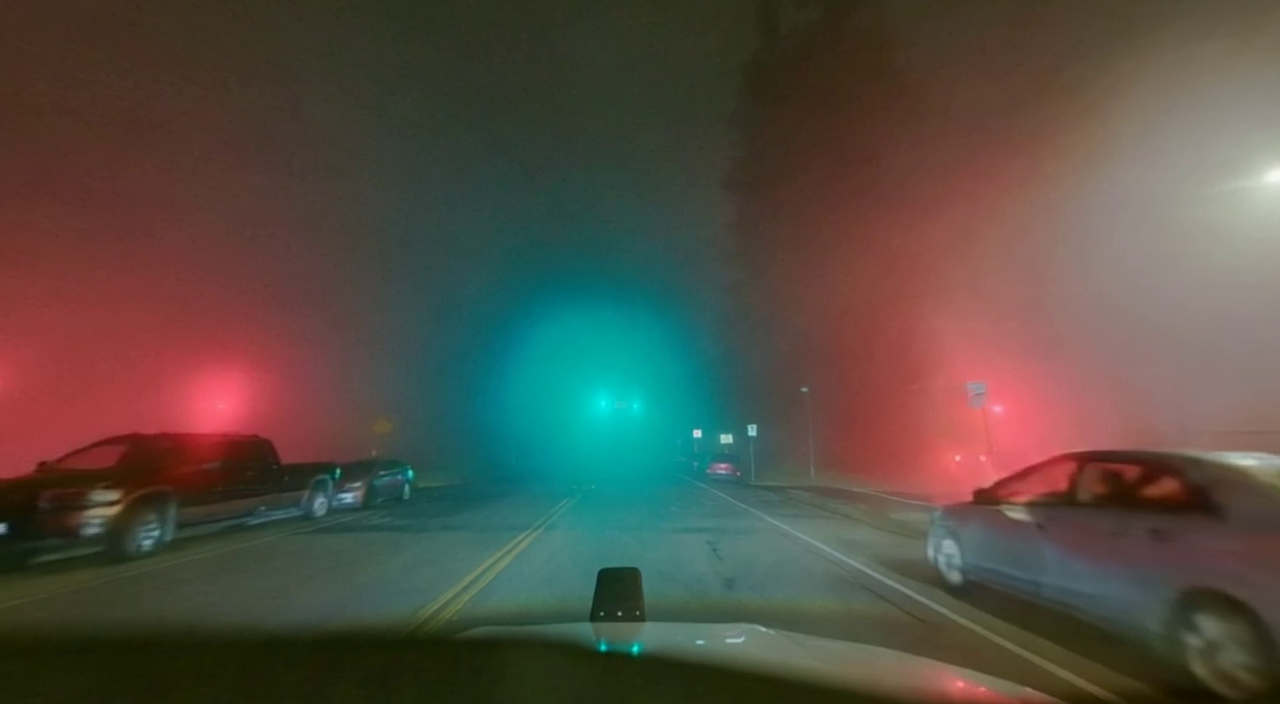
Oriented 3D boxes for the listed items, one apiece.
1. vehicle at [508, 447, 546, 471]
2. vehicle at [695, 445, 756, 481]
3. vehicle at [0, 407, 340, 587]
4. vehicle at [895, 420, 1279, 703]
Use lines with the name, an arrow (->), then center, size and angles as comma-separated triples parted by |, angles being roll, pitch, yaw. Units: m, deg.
vehicle -> -7.963, 7.541, 44.552 | 1.976, 1.554, 3.654 | 0, -9, 1
vehicle -> 3.754, 4.966, 28.488 | 2.005, 1.466, 4.767 | 0, -9, -1
vehicle -> -7.495, 2.037, 9.904 | 2.613, 1.959, 5.843 | 0, -9, 0
vehicle -> 3.645, 1.264, 4.204 | 2.033, 1.467, 4.471 | 0, -9, 1
